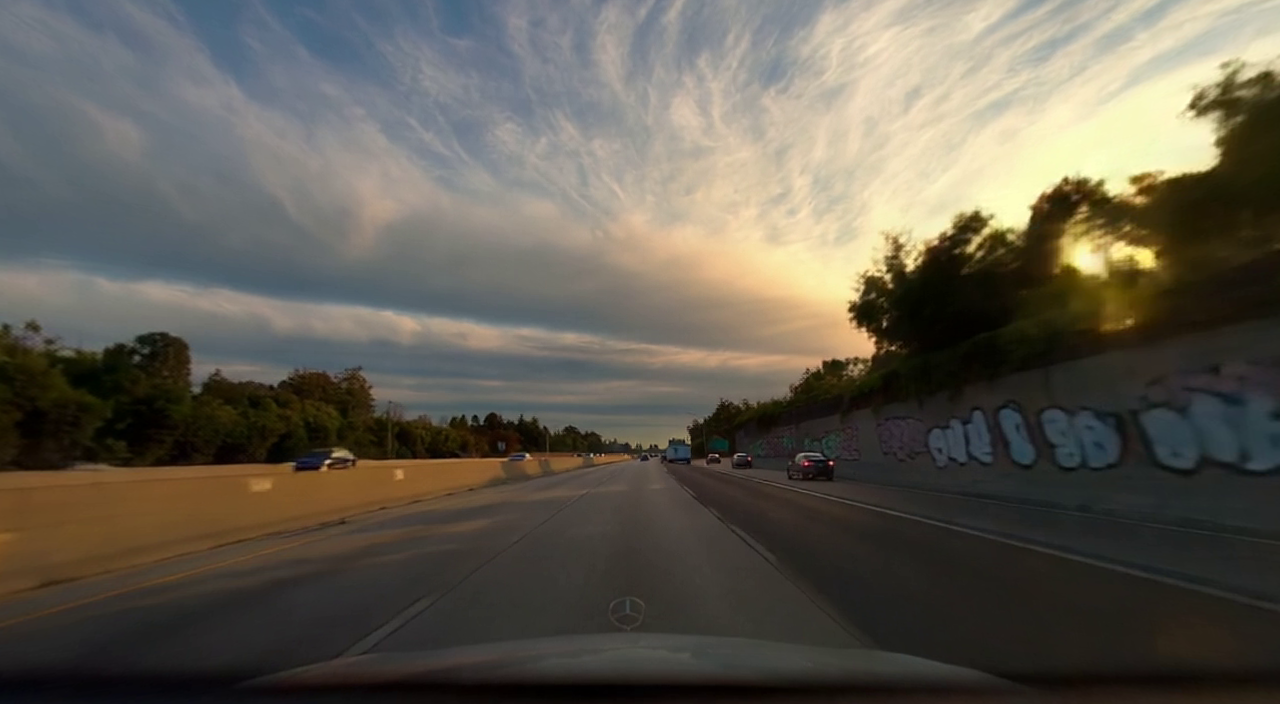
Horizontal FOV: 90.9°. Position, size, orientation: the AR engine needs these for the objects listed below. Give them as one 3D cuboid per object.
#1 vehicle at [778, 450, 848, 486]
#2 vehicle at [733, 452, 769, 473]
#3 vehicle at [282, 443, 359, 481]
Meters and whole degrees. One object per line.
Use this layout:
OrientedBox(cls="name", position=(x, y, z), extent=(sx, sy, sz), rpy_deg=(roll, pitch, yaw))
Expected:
OrientedBox(cls="vehicle", position=(7.846, 5.275, 29.045), extent=(1.907, 1.495, 4.517), rpy_deg=(0, -9, 0))
OrientedBox(cls="vehicle", position=(8.220, 8.254, 47.092), extent=(1.842, 1.475, 4.479), rpy_deg=(0, -9, 0))
OrientedBox(cls="vehicle", position=(-18.923, 6.539, 37.574), extent=(2.077, 2.106, 4.613), rpy_deg=(0, -9, 1))
